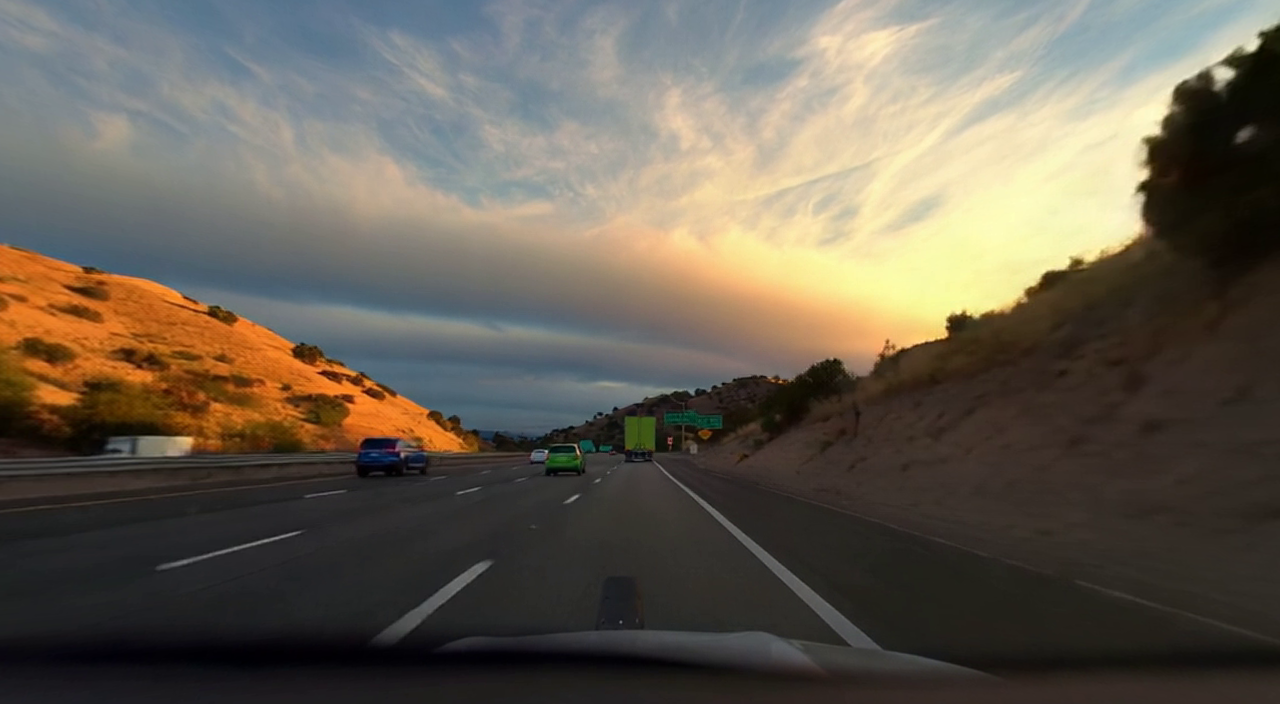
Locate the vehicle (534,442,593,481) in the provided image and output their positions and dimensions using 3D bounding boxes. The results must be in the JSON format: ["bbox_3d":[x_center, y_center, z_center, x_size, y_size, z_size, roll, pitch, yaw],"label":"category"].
[{"bbox_3d":[-3.637,5.280,30.707,2.194,1.725,4.698,0,-9,1],"label":"vehicle"}]

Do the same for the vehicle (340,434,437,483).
[{"bbox_3d":[-10.818,4.618,27.581,2.111,1.906,5.028,0,-9,1],"label":"vehicle"}]
